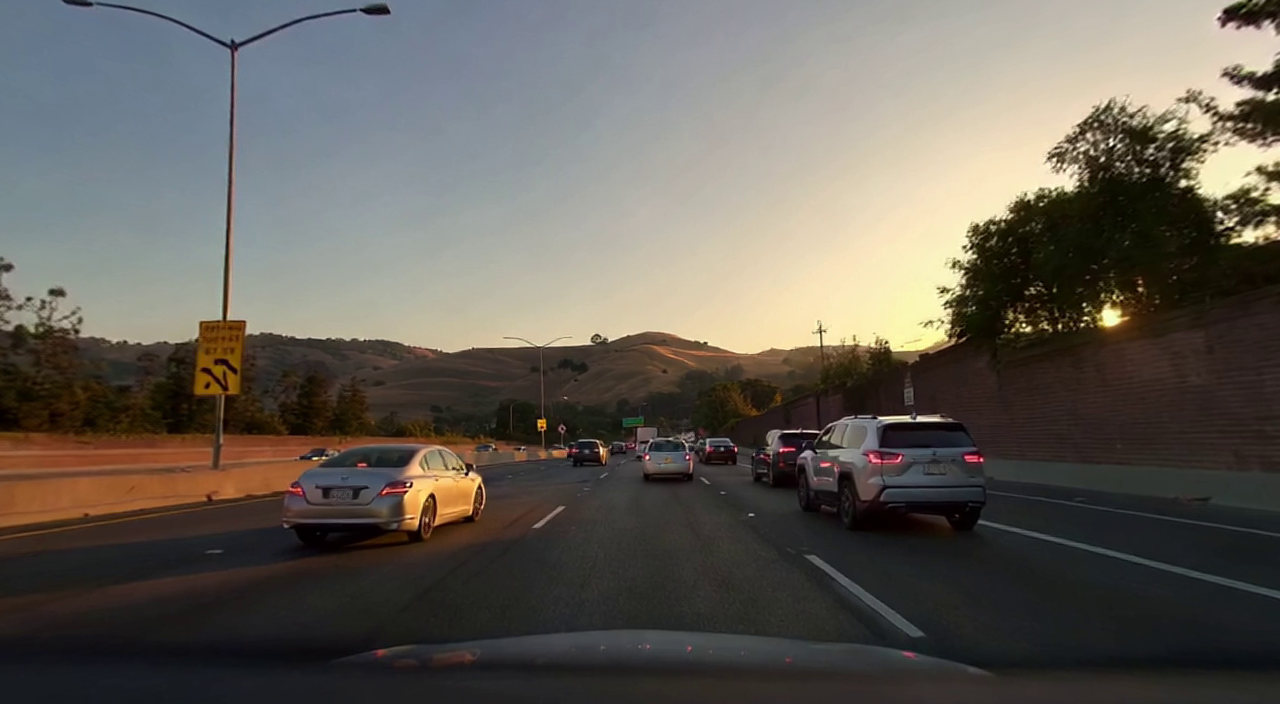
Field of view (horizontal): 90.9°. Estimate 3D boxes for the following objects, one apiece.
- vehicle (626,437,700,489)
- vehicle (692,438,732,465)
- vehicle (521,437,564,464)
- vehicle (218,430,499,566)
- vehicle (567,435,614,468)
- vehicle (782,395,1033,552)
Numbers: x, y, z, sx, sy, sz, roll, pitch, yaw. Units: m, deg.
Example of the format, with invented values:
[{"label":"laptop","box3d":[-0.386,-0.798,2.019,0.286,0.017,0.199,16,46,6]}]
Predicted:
[{"label":"vehicle","box3d":[0.659,3.438,19.892,2.105,1.471,3.978,0,-8,0]},{"label":"vehicle","box3d":[4.132,5.755,36.628,1.855,1.513,3.915,0,-8,0]},{"label":"vehicle","box3d":[-6.784,6.930,44.436,2.055,1.751,4.825,0,-8,2]},{"label":"vehicle","box3d":[-3.554,1.896,9.067,1.961,1.456,4.362,0,-8,1]},{"label":"vehicle","box3d":[-2.826,5.773,36.944,2.154,1.793,4.736,0,-8,3]},{"label":"vehicle","box3d":[3.648,1.746,9.668,1.930,1.831,4.344,0,-8,0]}]
